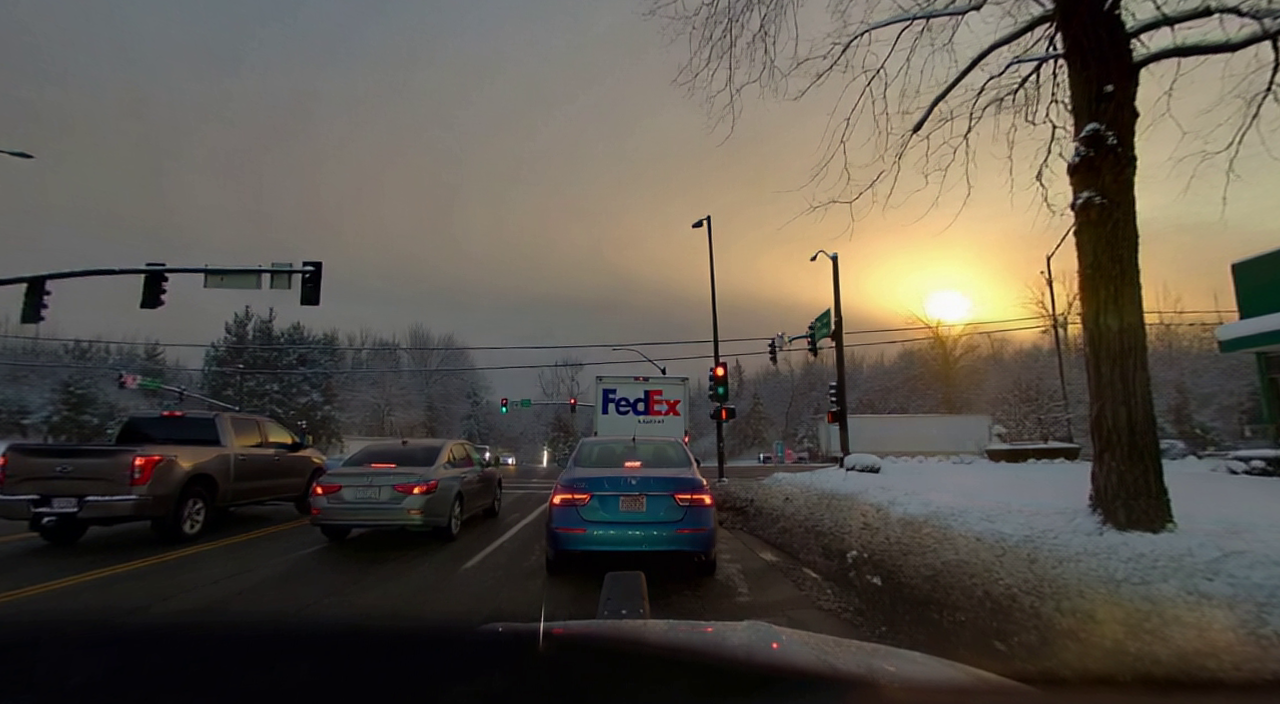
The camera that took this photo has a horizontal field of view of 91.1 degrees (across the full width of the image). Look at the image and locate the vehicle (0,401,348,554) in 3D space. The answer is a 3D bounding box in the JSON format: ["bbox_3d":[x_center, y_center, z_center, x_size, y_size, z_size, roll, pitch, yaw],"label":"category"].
[{"bbox_3d":[-7.285,1.979,10.650,2.125,1.893,5.498,0,-9,-2],"label":"vehicle"}]

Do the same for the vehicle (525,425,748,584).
[{"bbox_3d":[-0.030,1.797,8.259,2.145,1.513,4.269,0,-9,0],"label":"vehicle"}]

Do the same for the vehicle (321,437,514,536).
[{"bbox_3d":[-3.866,2.401,11.877,1.949,1.487,4.390,0,-9,1],"label":"vehicle"}]

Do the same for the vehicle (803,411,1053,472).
[{"bbox_3d":[16.458,5.244,36.764,12.889,3.380,3.345,0,-9,0],"label":"vehicle"}]
